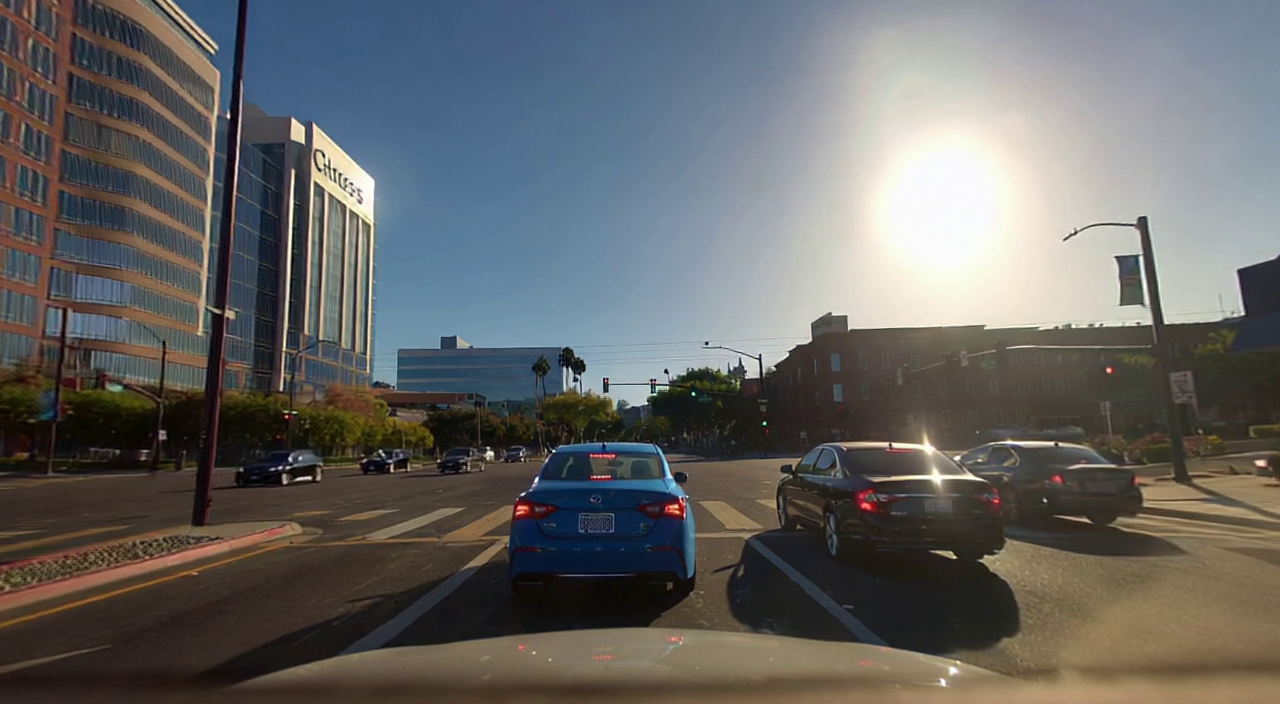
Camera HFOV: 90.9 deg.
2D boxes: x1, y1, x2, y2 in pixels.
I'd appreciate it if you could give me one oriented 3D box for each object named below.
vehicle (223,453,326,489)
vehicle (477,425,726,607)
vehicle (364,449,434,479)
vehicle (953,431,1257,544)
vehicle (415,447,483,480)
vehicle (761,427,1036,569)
[{"bbox_3d":[-16.523,5.369,28.796,2.048,1.463,4.530,0,-8,-1],"label":"vehicle"},{"bbox_3d":[-0.367,1.654,7.286,2.059,1.477,3.988,0,-8,-1],"label":"vehicle"},{"bbox_3d":[-12.978,6.028,34.224,2.049,1.483,4.407,0,-8,0],"label":"vehicle"},{"bbox_3d":[7.446,2.165,10.783,1.908,1.517,4.182,0,-8,-1],"label":"vehicle"},{"bbox_3d":[-9.162,5.345,30.531,2.045,1.492,3.816,0,-8,0],"label":"vehicle"},{"bbox_3d":[3.216,1.888,8.967,2.042,1.508,4.109,0,-8,-2],"label":"vehicle"}]
